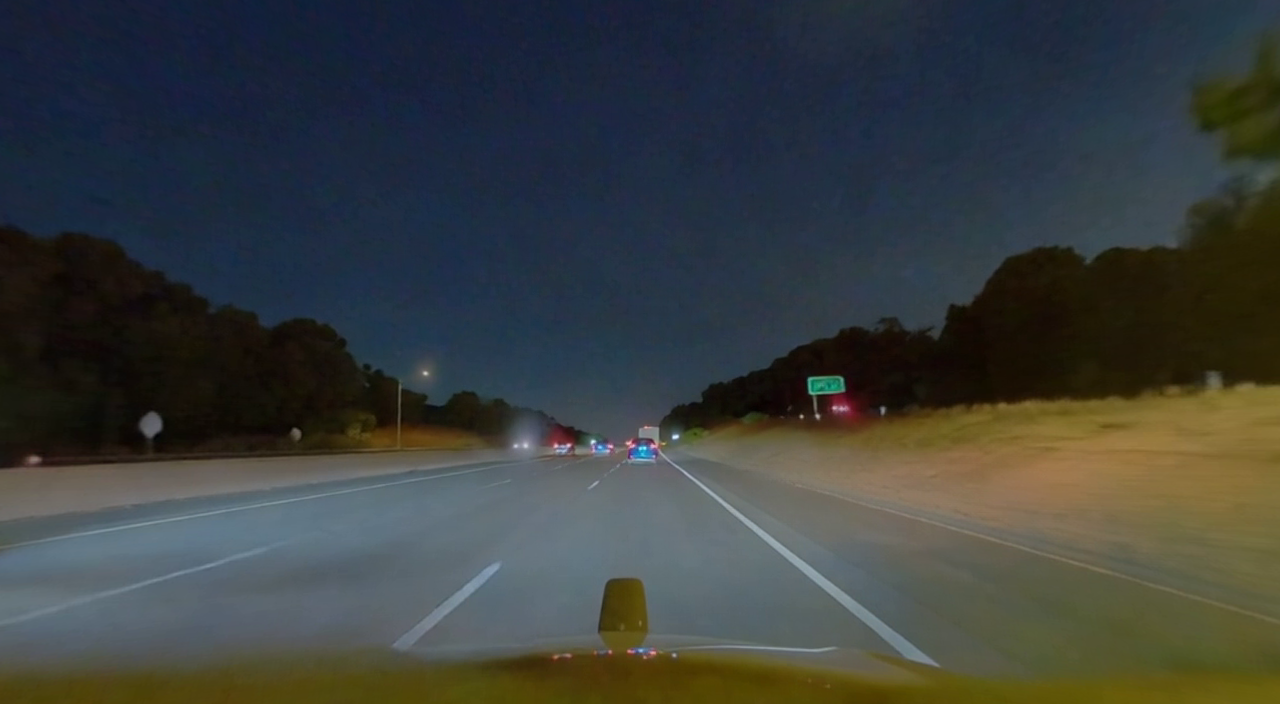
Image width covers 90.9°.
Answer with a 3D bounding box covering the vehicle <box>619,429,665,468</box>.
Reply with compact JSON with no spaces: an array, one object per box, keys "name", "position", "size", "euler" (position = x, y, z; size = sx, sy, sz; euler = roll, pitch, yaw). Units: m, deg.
[{"name":"vehicle","position":[0.133,5.221,34.145],"size":[2.309,1.915,5.130],"euler":[-1,-8,1]}]
